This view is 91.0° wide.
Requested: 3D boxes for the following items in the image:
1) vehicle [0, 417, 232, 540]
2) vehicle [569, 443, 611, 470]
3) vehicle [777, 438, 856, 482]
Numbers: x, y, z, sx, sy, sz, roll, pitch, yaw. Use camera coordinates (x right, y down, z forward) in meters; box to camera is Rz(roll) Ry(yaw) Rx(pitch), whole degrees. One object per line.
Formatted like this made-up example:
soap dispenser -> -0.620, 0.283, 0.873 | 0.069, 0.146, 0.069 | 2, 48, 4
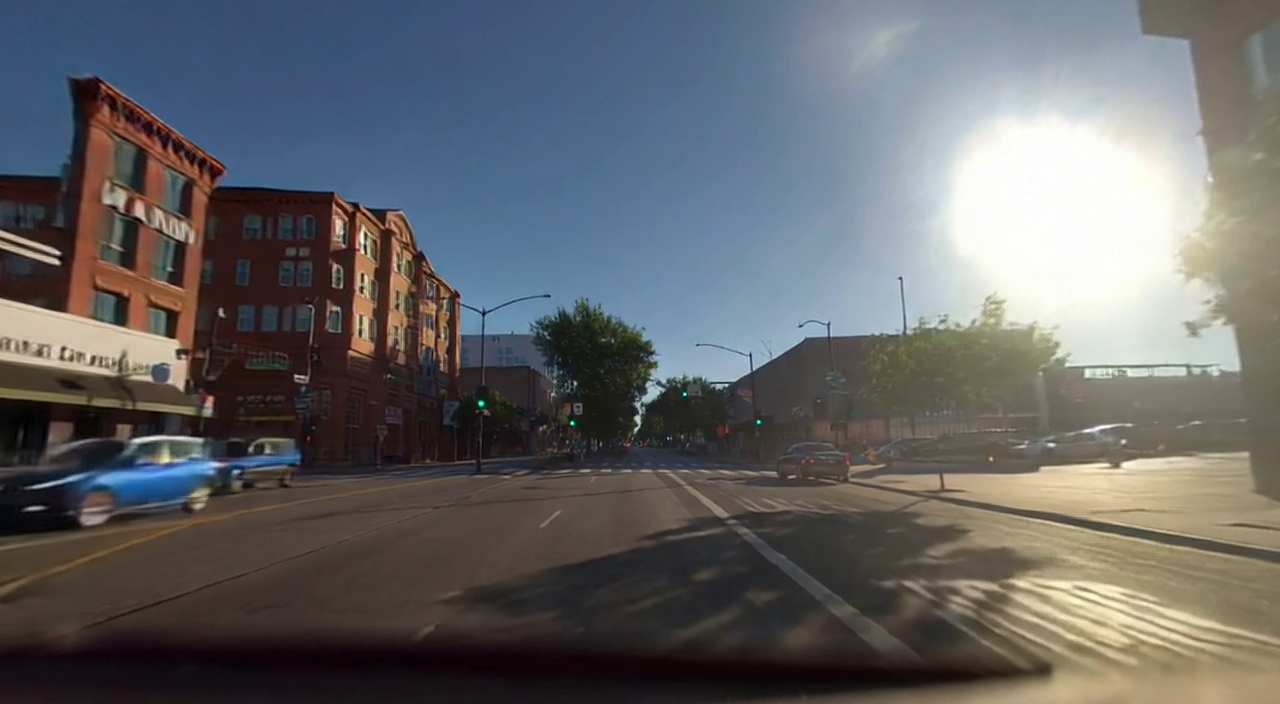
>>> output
vehicle -> -10.258, 2.239, 11.793 | 2.155, 1.830, 4.564 | 0, -8, -1
vehicle -> -2.843, 6.065, 36.872 | 2.078, 1.471, 4.217 | 0, -9, 0
vehicle -> 7.246, 4.478, 26.375 | 1.950, 1.686, 4.509 | 0, -9, -1
